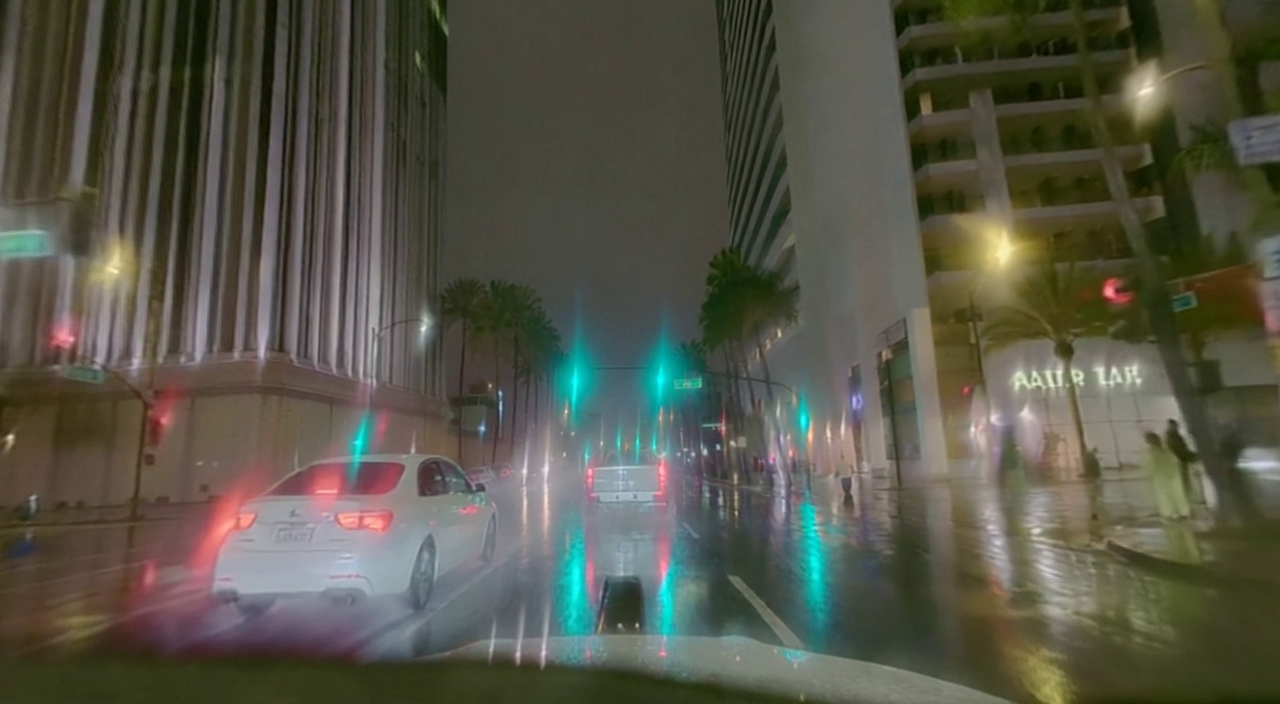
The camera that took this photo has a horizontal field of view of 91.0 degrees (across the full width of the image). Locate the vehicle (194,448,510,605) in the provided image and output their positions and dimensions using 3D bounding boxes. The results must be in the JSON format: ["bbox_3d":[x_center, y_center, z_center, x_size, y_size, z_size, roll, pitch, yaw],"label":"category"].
[{"bbox_3d":[-3.301,2.068,8.539,2.096,1.492,4.666,0,-9,0],"label":"vehicle"}]

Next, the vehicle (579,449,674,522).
[{"bbox_3d":[-0.331,3.343,16.312,2.145,1.632,3.972,0,-9,-1],"label":"vehicle"}]

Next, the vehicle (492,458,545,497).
[{"bbox_3d":[-6.720,6.996,35.427,2.070,1.893,4.738,0,-9,-1],"label":"vehicle"}]
